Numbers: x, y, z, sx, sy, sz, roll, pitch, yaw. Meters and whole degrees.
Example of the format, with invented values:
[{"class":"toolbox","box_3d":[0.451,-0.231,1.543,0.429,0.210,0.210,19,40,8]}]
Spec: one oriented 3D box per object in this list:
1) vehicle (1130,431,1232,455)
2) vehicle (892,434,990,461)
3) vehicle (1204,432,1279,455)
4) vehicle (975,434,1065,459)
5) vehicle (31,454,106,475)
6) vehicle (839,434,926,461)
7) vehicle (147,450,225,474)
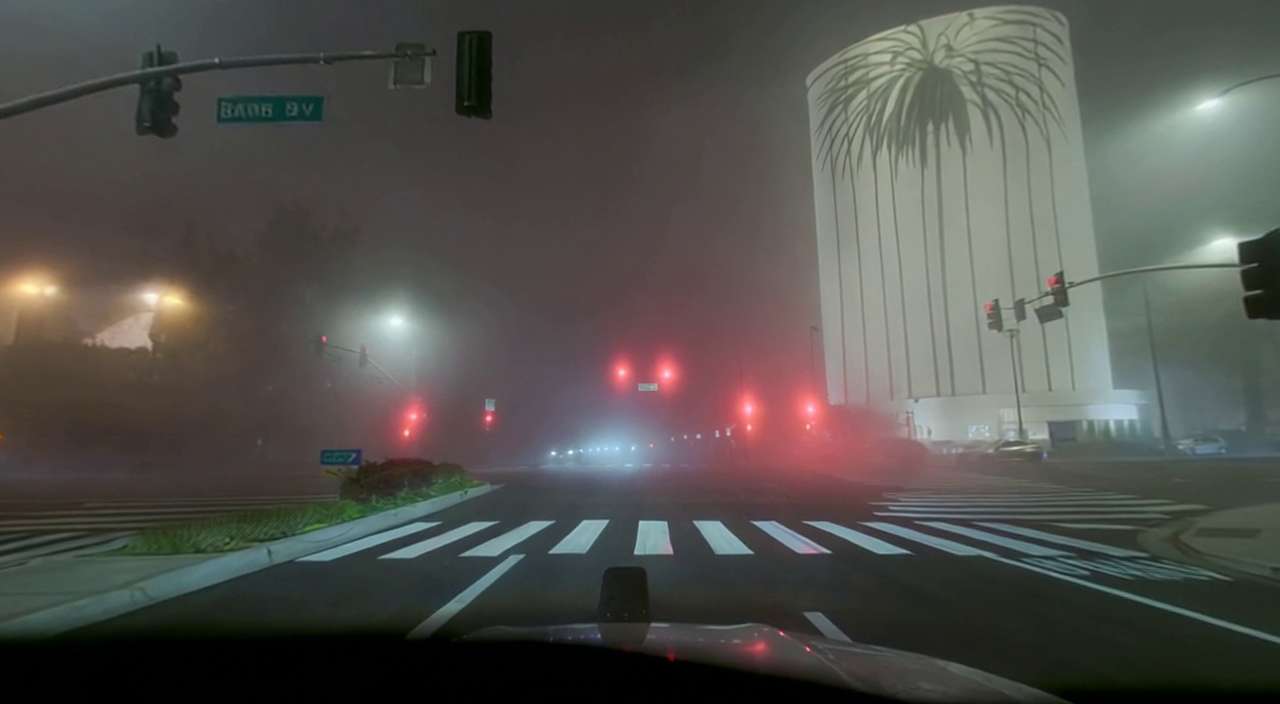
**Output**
[{"class":"vehicle","box_3d":[33.380,5.620,38.989,4.567,1.458,1.791,0,-8,1]},{"class":"vehicle","box_3d":[17.112,5.438,35.959,4.684,1.461,1.777,0,-8,-1]},{"class":"vehicle","box_3d":[42.293,6.346,43.715,4.437,1.469,1.811,0,-8,0]},{"class":"vehicle","box_3d":[23.714,5.914,39.418,4.423,1.465,1.798,0,-8,1]},{"class":"vehicle","box_3d":[-41.431,8.161,45.726,3.698,1.467,1.779,0,-8,1]},{"class":"vehicle","box_3d":[15.190,6.015,39.663,4.648,1.665,1.910,0,-8,0]},{"class":"vehicle","box_3d":[-32.864,7.945,45.675,4.136,1.661,1.857,0,-8,1]}]
